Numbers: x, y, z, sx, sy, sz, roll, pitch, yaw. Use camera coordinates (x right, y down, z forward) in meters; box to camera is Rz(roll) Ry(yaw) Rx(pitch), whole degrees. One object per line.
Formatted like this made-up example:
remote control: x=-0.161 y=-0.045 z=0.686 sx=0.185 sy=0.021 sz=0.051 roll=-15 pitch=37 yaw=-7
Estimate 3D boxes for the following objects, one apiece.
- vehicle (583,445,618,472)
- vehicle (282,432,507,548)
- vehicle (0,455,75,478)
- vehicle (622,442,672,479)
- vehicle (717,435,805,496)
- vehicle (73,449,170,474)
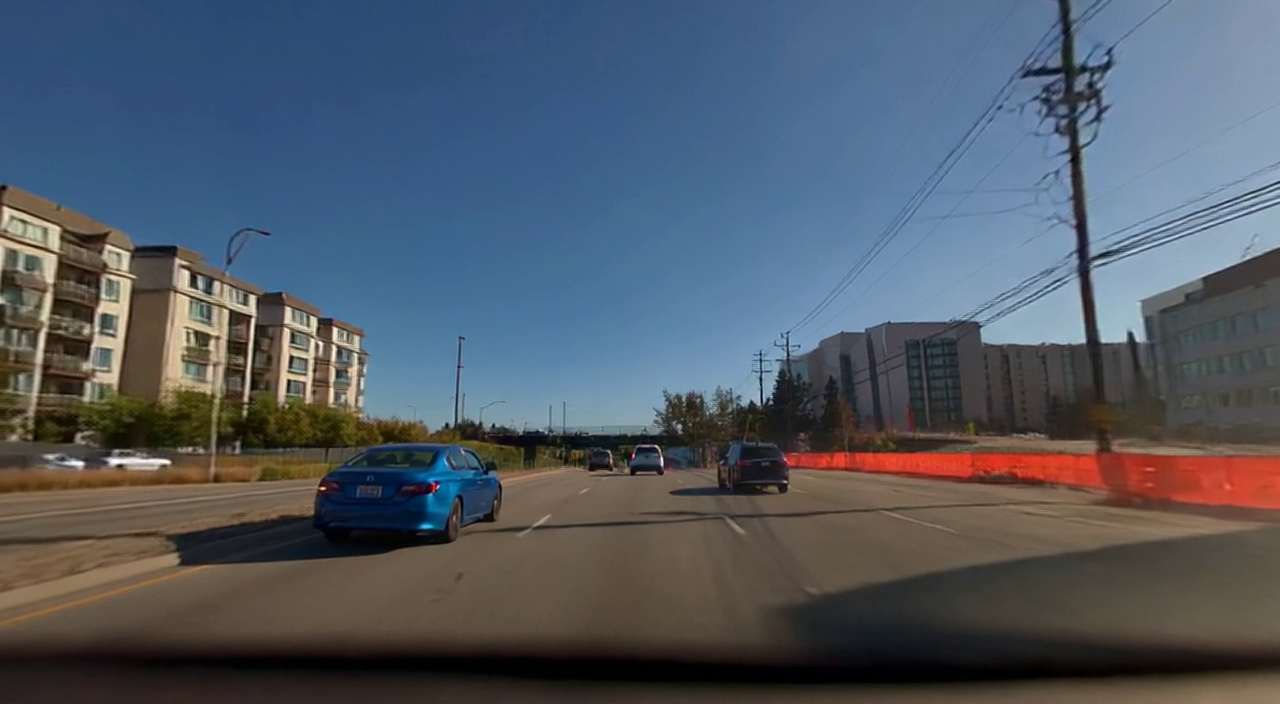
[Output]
vehicle: x=-2.827 y=7.688 z=46.056 sx=2.190 sy=1.832 sz=4.417 roll=0 pitch=-8 yaw=1
vehicle: x=-3.632 y=2.106 z=10.341 sx=1.968 sy=1.473 sz=4.209 roll=0 pitch=-8 yaw=0
vehicle: x=-36.845 y=6.865 z=37.829 sx=4.090 sy=1.271 sz=1.813 roll=1 pitch=-8 yaw=-3
vehicle: x=0.352 y=5.353 z=31.499 sx=2.291 sy=1.714 sz=4.217 roll=0 pitch=-8 yaw=0
vehicle: x=3.849 y=3.695 z=20.933 sx=2.029 sy=1.797 sz=4.218 roll=0 pitch=-8 yaw=-1
vehicle: x=-36.248 y=7.634 z=44.266 sx=4.874 sy=1.671 sz=1.983 roll=1 pitch=-8 yaw=-2
